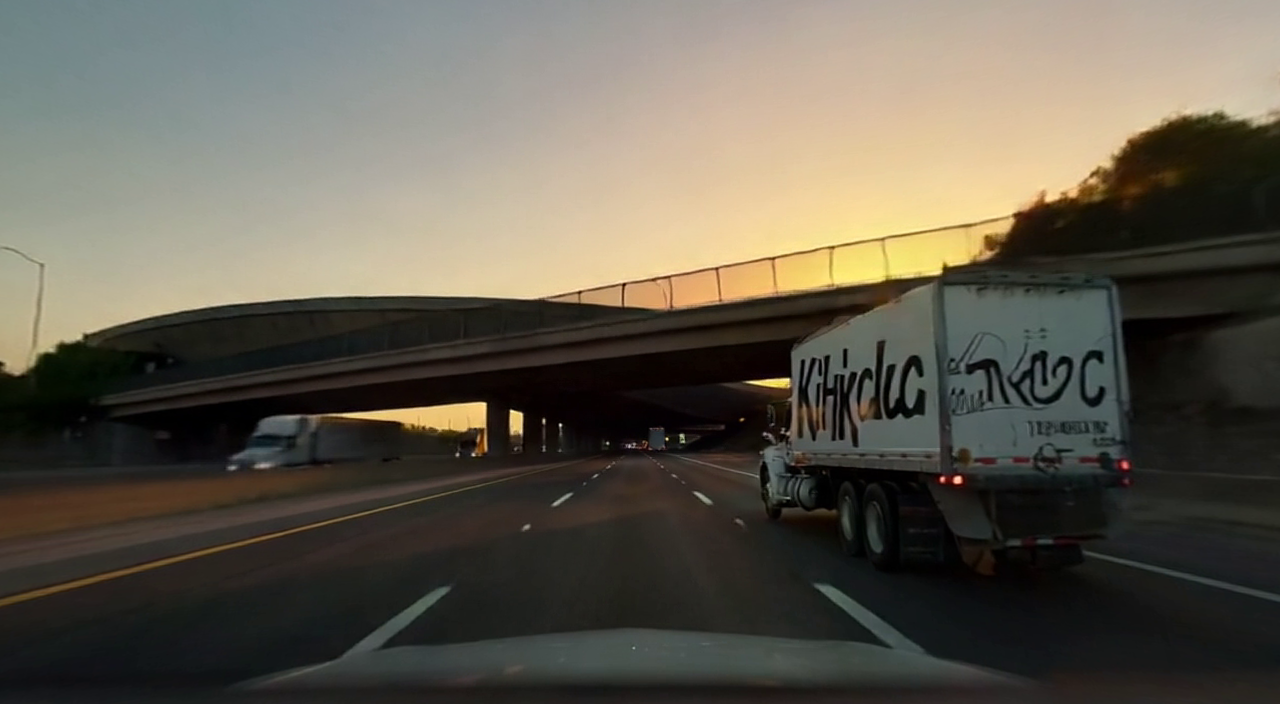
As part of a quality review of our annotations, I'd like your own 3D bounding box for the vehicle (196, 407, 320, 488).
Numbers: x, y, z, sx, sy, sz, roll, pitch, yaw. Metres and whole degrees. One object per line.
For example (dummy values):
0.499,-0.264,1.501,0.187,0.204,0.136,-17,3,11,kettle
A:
-20.746,5.247,34.651,3.012,4.000,5.979,0,-9,-1,vehicle
